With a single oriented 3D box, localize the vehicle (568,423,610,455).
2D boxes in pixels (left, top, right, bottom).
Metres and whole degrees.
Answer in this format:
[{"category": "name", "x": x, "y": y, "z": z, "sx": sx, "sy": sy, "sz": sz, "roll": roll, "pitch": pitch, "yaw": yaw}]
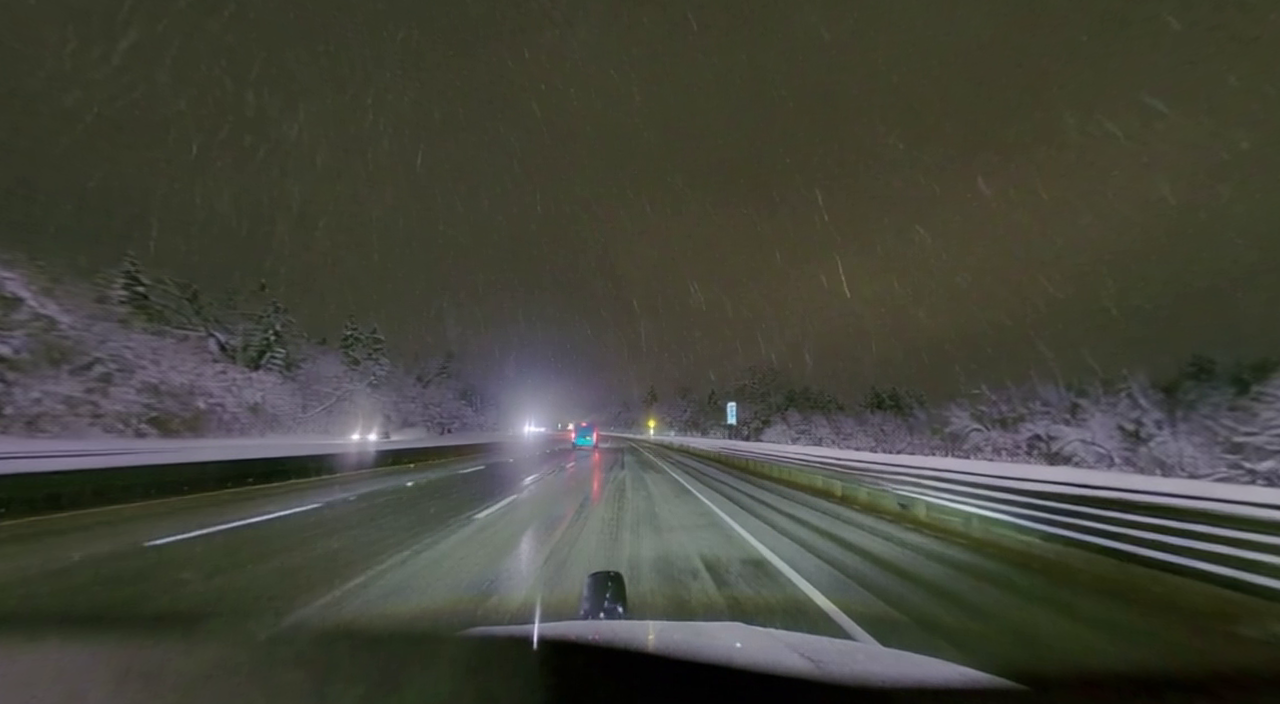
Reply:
[{"category": "vehicle", "x": -3.413, "y": 5.945, "z": 43.187, "sx": 2.309, "sy": 2.053, "sz": 4.884, "roll": 0, "pitch": -8, "yaw": 2}]
